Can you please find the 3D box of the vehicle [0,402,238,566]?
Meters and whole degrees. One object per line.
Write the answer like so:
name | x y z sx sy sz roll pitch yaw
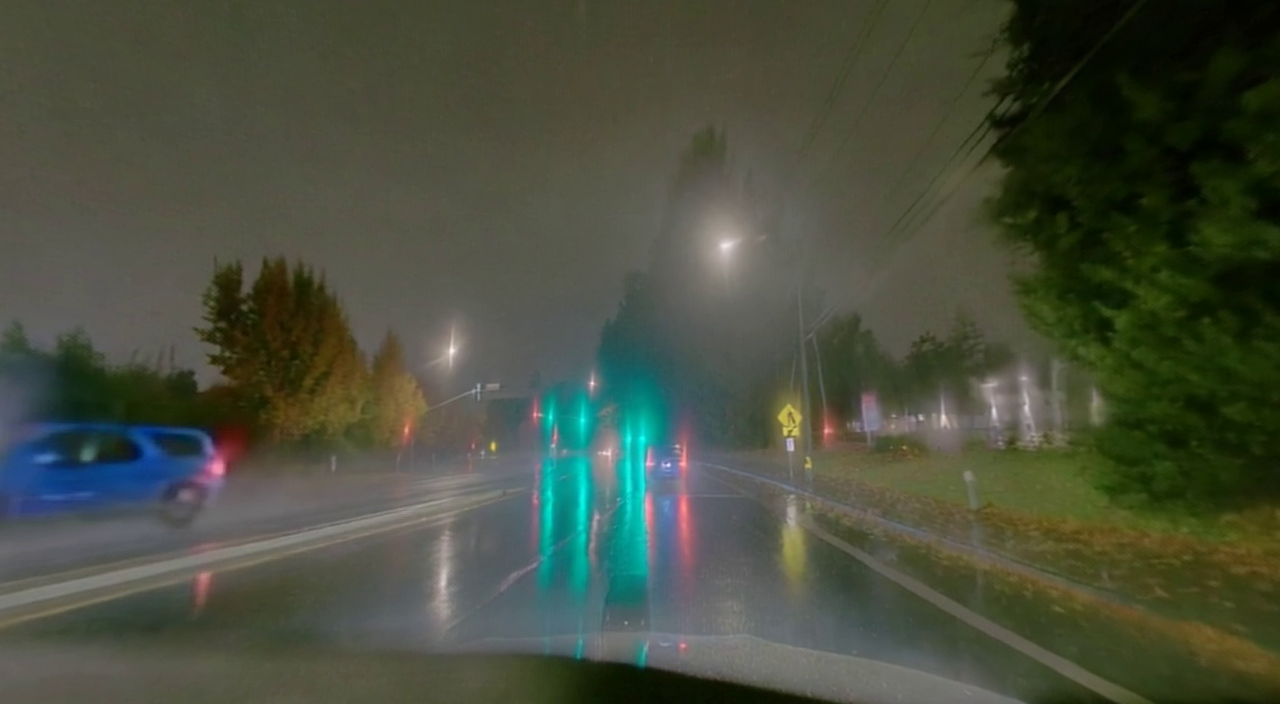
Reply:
vehicle | -8.553 1.736 8.659 2.150 1.927 5.209 -1 -8 7

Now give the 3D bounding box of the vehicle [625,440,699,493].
vehicle | 0.604 3.629 20.414 2.148 1.521 4.089 0 -8 -1
